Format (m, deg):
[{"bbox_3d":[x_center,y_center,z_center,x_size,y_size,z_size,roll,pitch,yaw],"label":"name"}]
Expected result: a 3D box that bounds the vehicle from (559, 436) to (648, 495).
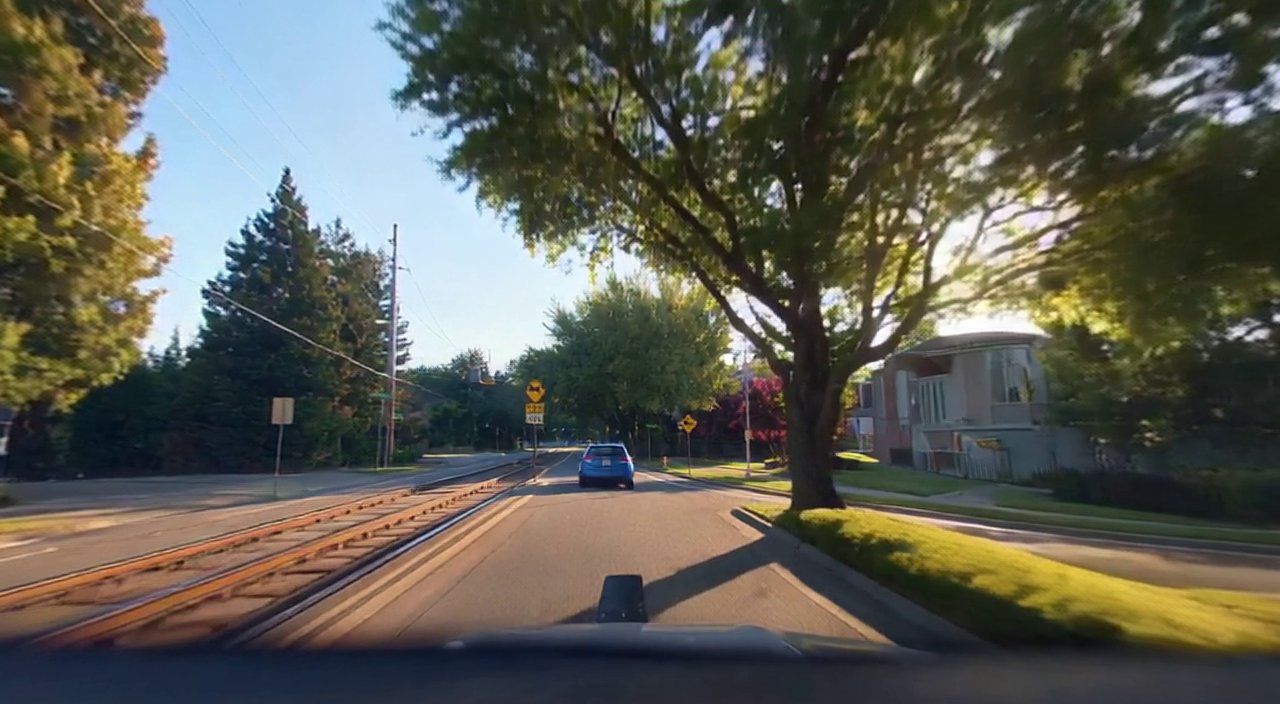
[{"bbox_3d":[-1.147,3.297,18.697,2.295,1.510,4.364,1,-9,-5],"label":"vehicle"}]
